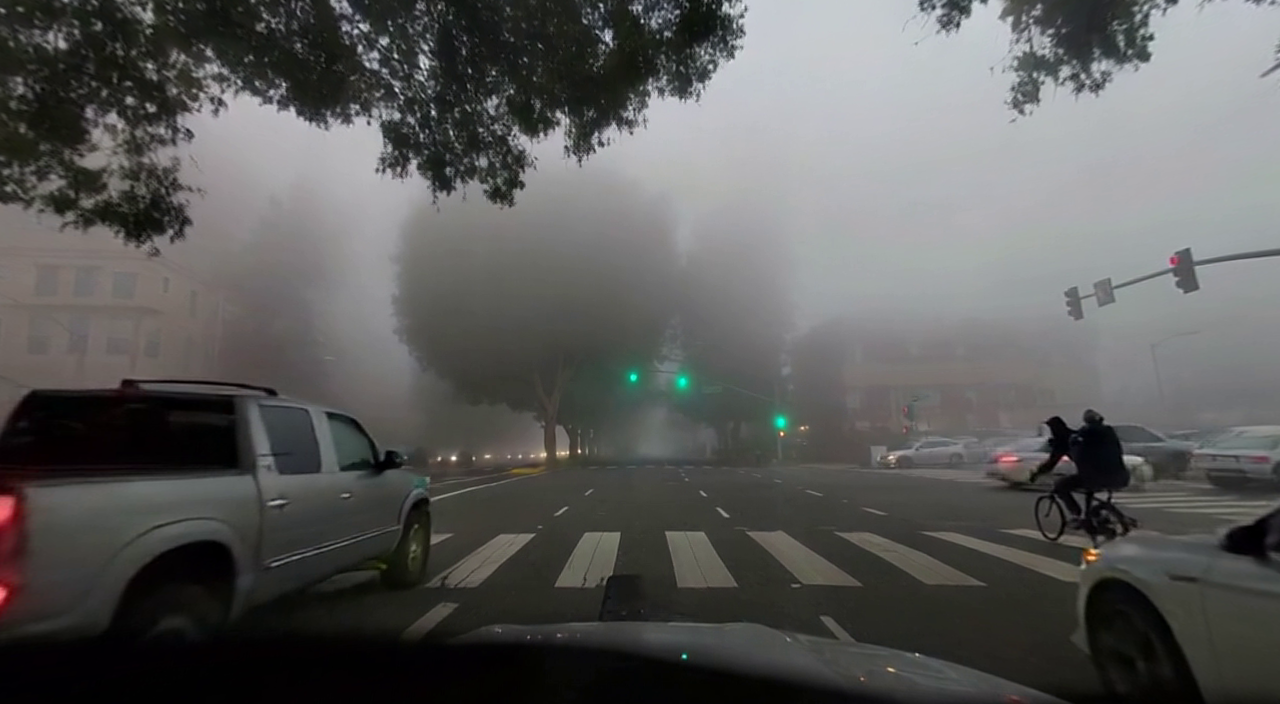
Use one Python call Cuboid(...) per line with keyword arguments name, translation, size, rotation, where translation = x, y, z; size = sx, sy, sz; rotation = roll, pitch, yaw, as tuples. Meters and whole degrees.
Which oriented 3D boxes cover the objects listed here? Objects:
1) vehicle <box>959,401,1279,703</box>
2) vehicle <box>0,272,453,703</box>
Cuboid(name="vehicle", translation=(3.106, 0.869, 1.892), size=(1.990, 1.454, 4.490), rotation=(0, -8, 1))
Cuboid(name="vehicle", translation=(-3.252, 1.020, 4.523), size=(2.231, 1.898, 4.985), rotation=(0, -8, 0))
